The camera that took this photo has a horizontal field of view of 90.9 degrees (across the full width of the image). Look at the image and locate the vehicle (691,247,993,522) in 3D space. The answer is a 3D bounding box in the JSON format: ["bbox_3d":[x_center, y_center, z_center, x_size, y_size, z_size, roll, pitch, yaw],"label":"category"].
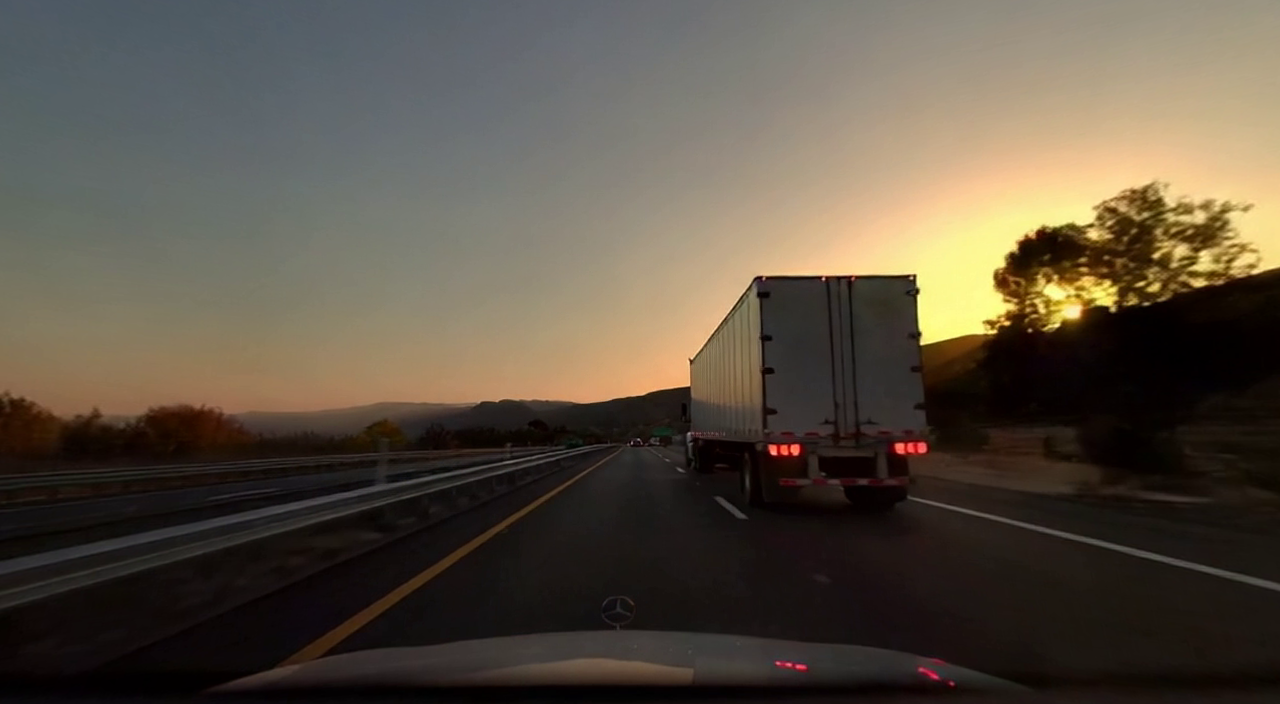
[{"bbox_3d":[3.456,1.329,16.009,2.924,4.024,13.639,0,-8,-1],"label":"vehicle"}]
